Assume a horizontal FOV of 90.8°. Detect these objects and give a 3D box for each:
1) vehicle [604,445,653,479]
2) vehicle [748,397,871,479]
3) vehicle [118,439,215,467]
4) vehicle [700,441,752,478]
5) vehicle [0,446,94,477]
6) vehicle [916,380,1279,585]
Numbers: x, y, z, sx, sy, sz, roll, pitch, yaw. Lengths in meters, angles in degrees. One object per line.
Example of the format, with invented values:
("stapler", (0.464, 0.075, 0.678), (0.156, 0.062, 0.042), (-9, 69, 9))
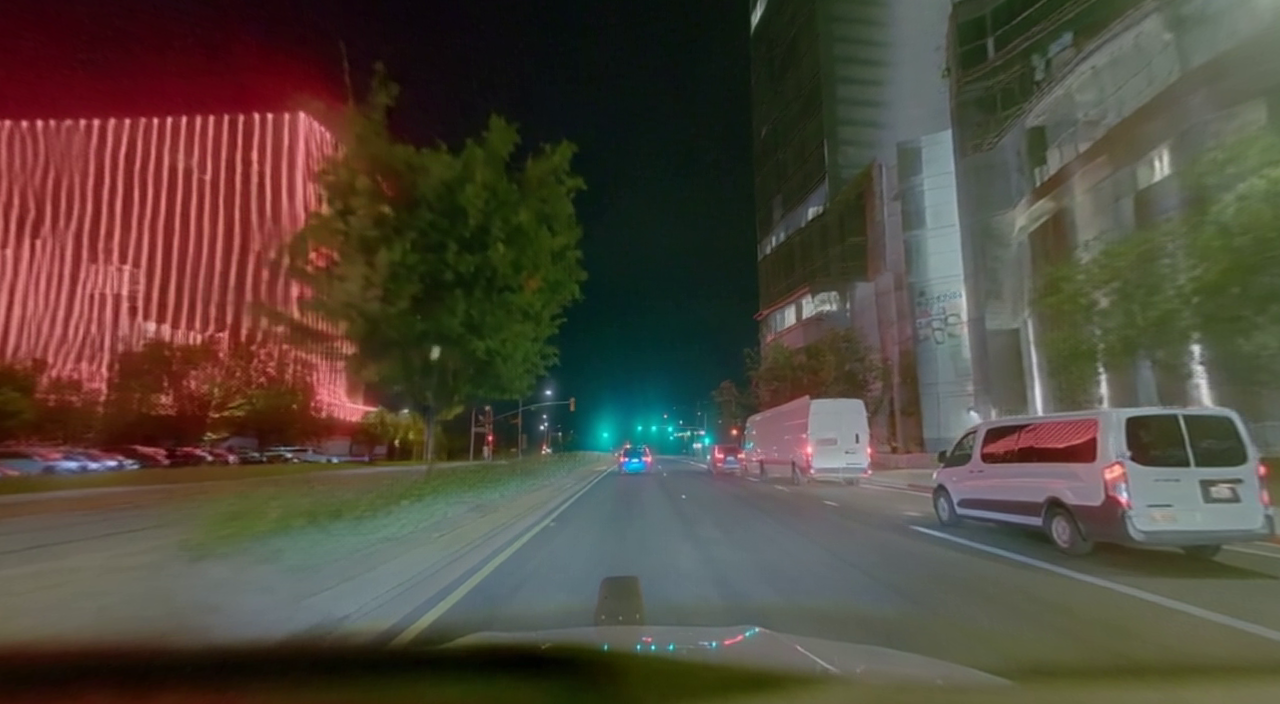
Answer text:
("vehicle", (-0.516, 5.078, 29.353), (2.095, 1.456, 3.873), (0, -9, -1))
("vehicle", (9.988, 5.600, 40.353), (2.960, 4.109, 16.764), (0, -9, -1))
("vehicle", (-29.499, 6.315, 39.447), (4.377, 1.665, 2.129), (0, -8, 3))
("vehicle", (4.193, 5.300, 31.456), (2.047, 1.711, 4.265), (0, -9, 1))
("vehicle", (-30.037, 5.362, 31.100), (4.345, 1.452, 2.087), (0, -9, -1))
("vehicle", (6.727, 1.772, 9.439), (2.573, 2.127, 5.568), (0, -9, -1))
